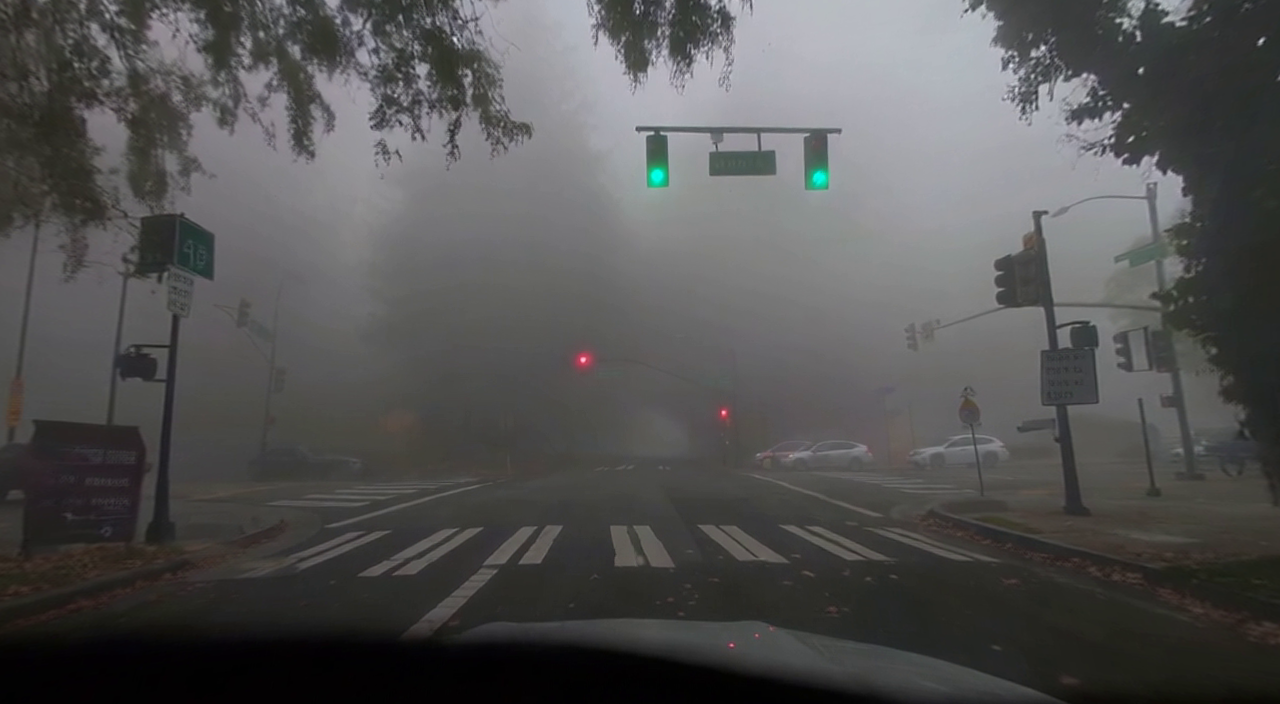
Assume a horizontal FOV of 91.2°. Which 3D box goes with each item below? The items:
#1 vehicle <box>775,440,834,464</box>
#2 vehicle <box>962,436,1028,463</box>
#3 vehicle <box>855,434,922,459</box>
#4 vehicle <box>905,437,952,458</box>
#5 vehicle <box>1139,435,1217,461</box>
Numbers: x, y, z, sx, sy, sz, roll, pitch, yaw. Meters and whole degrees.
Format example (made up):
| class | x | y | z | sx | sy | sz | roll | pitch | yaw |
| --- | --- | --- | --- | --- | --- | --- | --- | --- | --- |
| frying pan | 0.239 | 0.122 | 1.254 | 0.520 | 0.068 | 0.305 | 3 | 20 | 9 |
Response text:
| class | x | y | z | sx | sy | sz | roll | pitch | yaw |
| --- | --- | --- | --- | --- | --- | --- | --- | --- | --- |
| vehicle | 11.112 | 6.695 | 42.204 | 1.955 | 1.508 | 4.295 | -8 | -12 | 42 |
| vehicle | 20.951 | 5.753 | 37.109 | 1.851 | 1.388 | 3.475 | 0 | -5 | 0 |
| vehicle | 16.926 | 6.430 | 42.625 | 4.522 | 1.546 | 1.941 | 6 | -11 | -35 |
| vehicle | 21.816 | 7.226 | 47.464 | 1.923 | 1.463 | 3.758 | -1 | -9 | 3 |
| vehicle | 31.476 | 5.589 | 36.776 | 1.612 | 1.402 | 3.320 | -1 | -8 | 0 |
